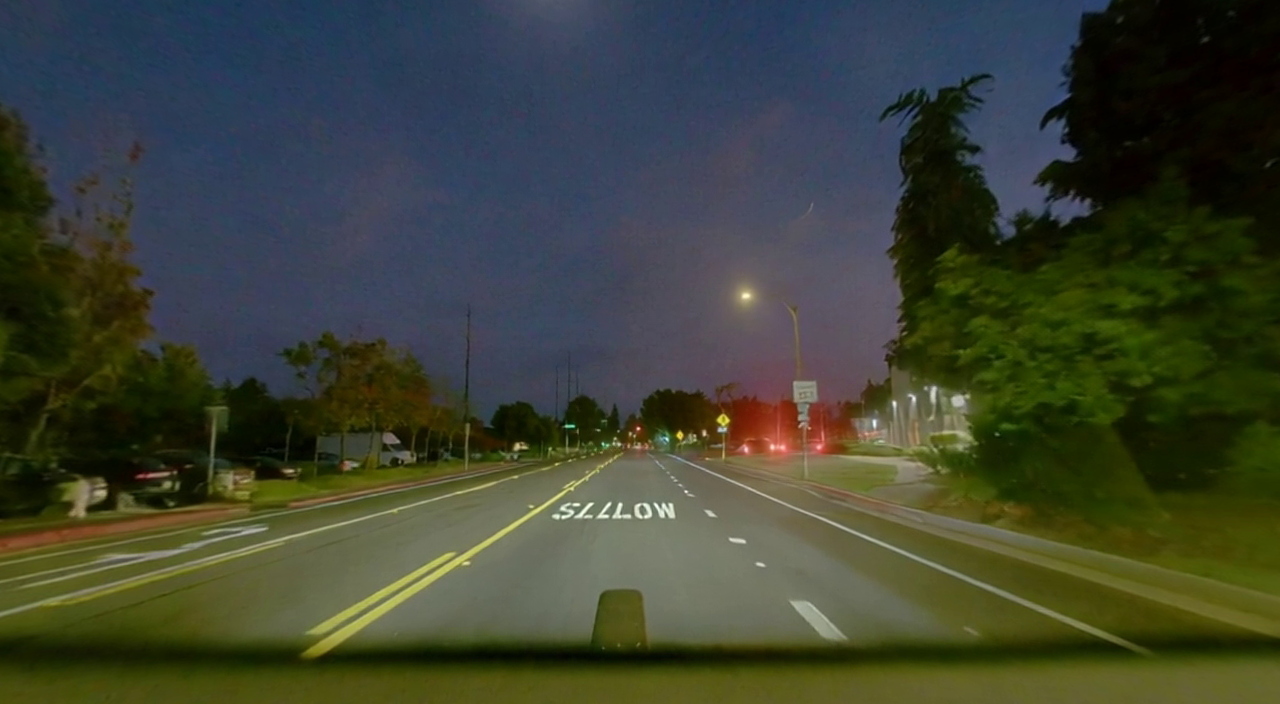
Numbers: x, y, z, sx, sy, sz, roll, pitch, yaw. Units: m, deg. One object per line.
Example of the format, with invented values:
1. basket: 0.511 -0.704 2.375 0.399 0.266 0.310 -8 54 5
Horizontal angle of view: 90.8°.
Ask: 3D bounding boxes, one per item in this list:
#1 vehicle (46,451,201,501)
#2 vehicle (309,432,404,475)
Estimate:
1. vehicle: -19.272 4.569 23.630 4.752 1.690 1.990 -2 -9 16
2. vehicle: -19.455 6.923 43.295 5.971 2.749 2.293 -3 -9 22
